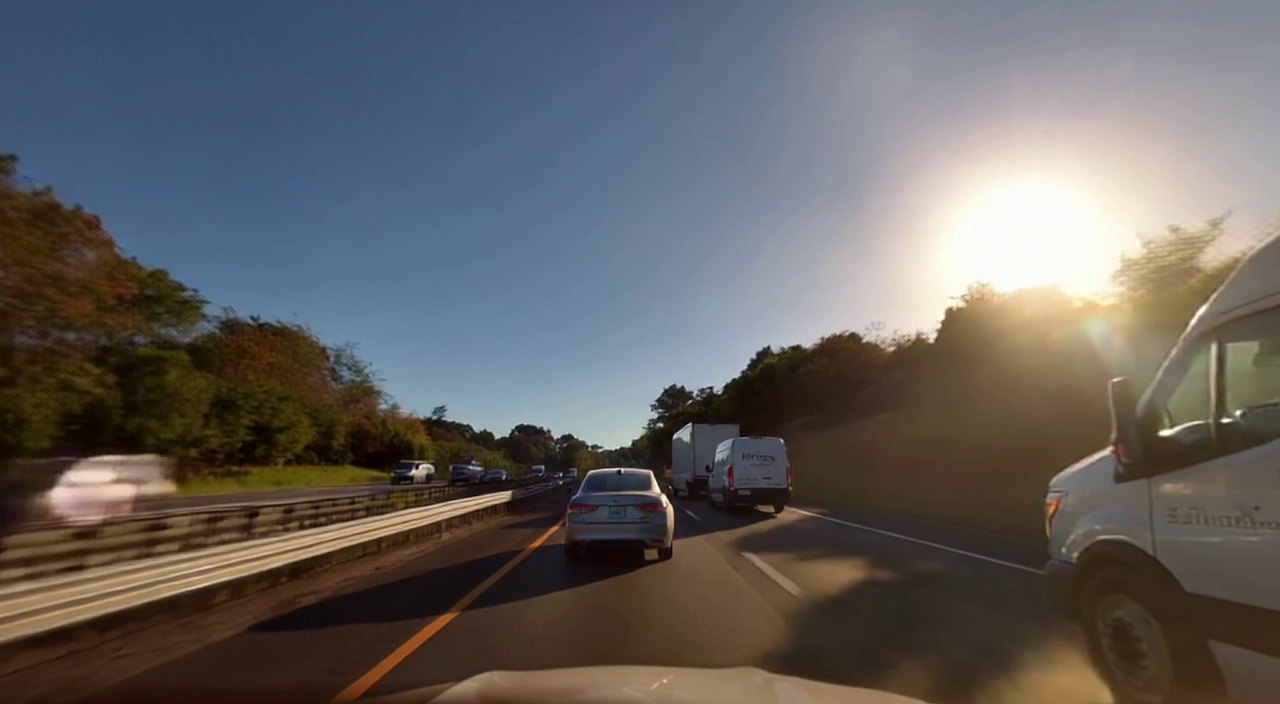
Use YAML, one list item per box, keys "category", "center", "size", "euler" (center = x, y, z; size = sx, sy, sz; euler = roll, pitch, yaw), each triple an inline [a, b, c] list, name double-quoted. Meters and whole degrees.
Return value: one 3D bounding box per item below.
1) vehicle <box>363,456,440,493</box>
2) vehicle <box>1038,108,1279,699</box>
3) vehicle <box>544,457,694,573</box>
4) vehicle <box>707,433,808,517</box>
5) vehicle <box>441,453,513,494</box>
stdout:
- category: "vehicle"
  center: [-10.583, 5.470, 28.262]
  size: [1.872, 1.510, 4.266]
  euler: [1, -11, -2]
- category: "vehicle"
  center: [5.546, -0.116, 1.612]
  size: [2.890, 3.726, 9.269]
  euler: [1, -11, 0]
- category: "vehicle"
  center: [-0.300, 2.487, 10.135]
  size: [1.980, 1.493, 3.410]
  euler: [1, -11, -1]
- category: "vehicle"
  center: [3.888, 4.265, 22.051]
  size: [2.328, 2.537, 5.290]
  euler: [1, -11, -2]
- category: "vehicle"
  center: [-7.138, 5.416, 28.173]
  size: [2.069, 1.628, 4.479]
  euler: [1, -11, -1]
